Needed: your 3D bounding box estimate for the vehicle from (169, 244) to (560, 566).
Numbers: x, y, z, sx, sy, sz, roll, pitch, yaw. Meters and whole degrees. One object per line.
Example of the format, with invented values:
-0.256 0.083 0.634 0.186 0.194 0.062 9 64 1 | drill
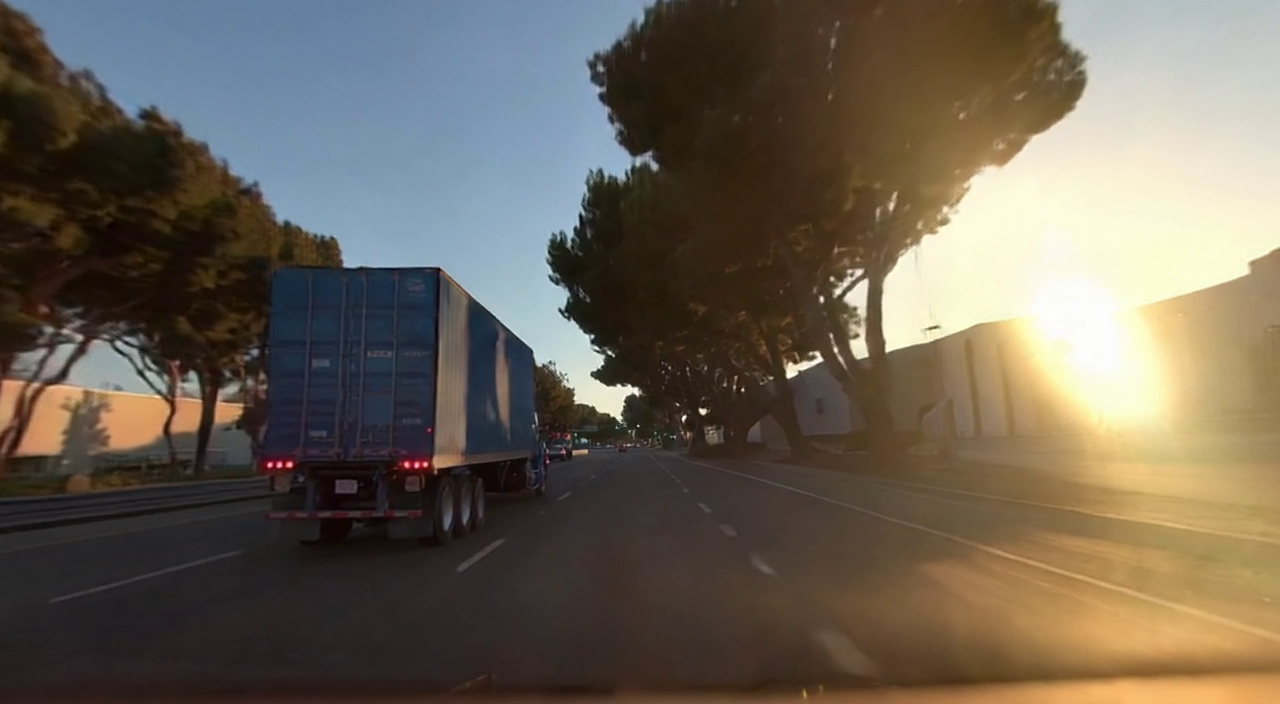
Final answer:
-3.386 1.106 10.861 2.910 3.419 8.376 0 -8 0 | vehicle
